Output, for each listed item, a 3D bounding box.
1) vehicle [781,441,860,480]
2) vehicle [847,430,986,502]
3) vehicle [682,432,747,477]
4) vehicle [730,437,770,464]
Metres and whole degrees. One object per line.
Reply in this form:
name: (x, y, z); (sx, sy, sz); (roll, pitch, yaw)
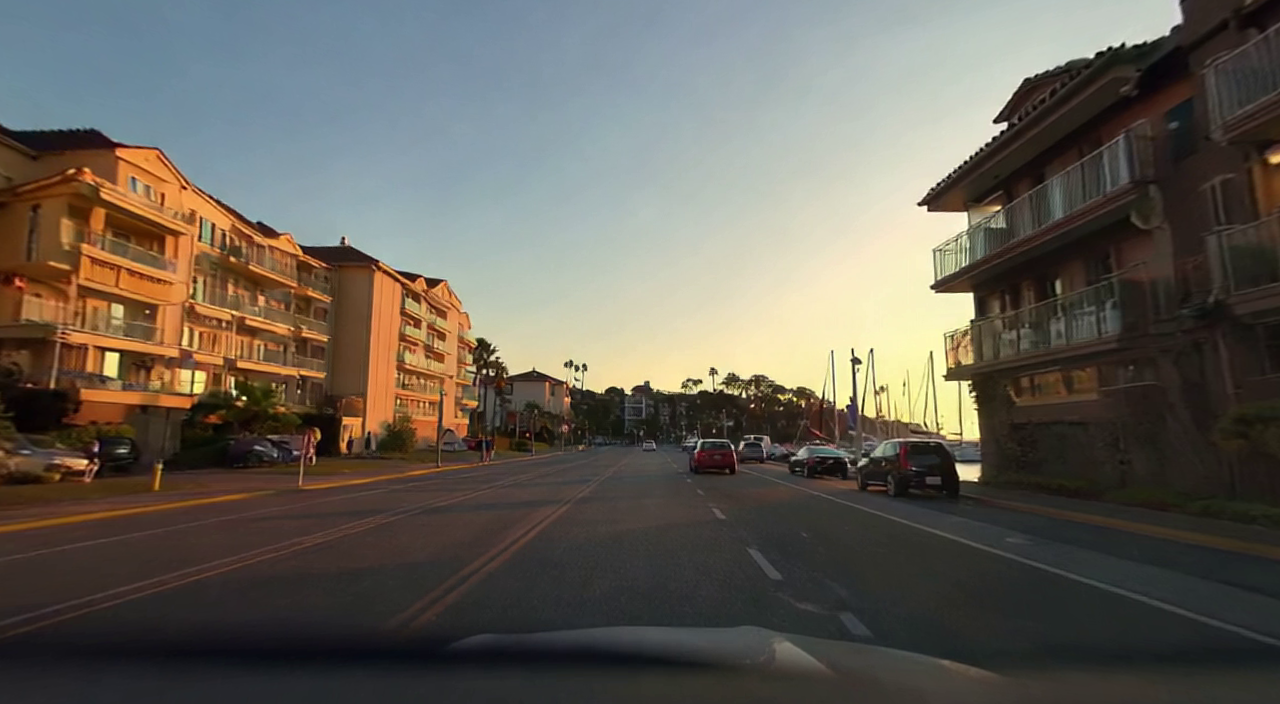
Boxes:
vehicle: (7.678, 4.640, 27.263); (2.112, 1.514, 4.371); (0, -9, 0)
vehicle: (7.539, 3.144, 17.764); (1.901, 1.726, 4.517); (-1, -9, 1)
vehicle: (2.933, 4.148, 25.600); (2.047, 1.640, 4.051); (0, -9, -1)
vehicle: (7.762, 7.017, 44.934); (2.029, 1.750, 4.825); (-1, -9, 1)
